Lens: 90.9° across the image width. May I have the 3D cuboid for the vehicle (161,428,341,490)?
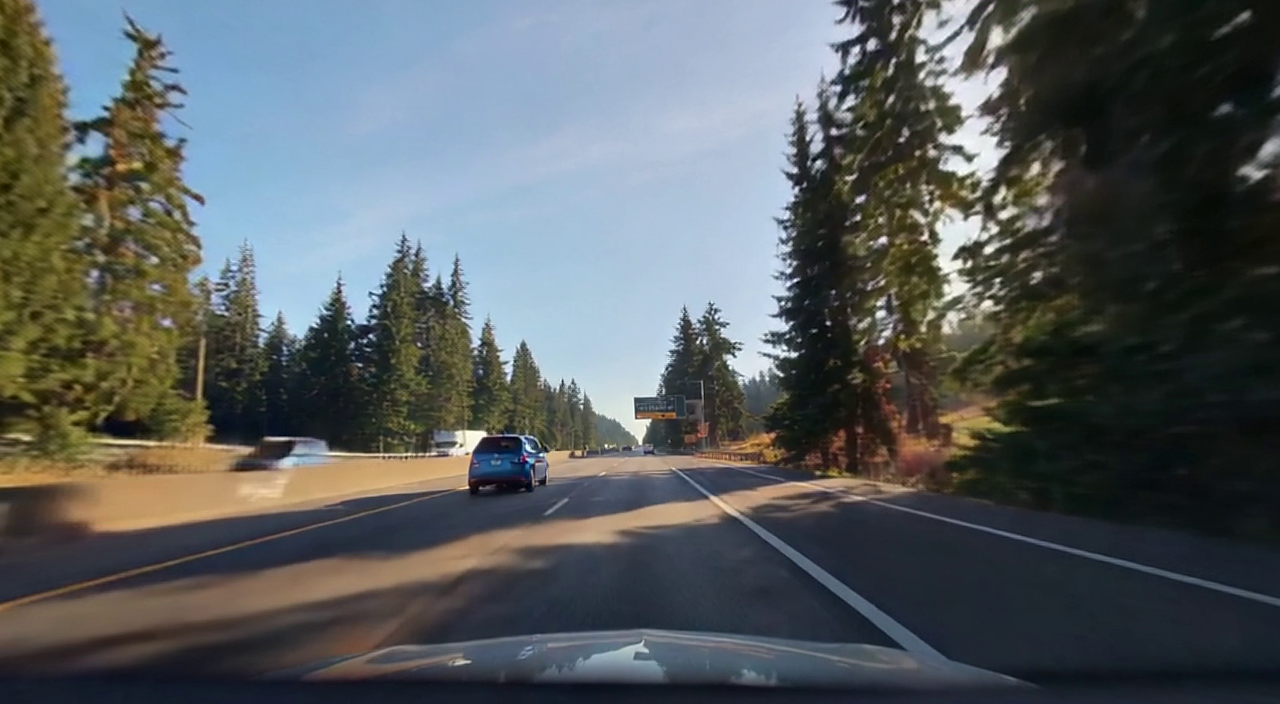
[{"bbox_3d":[-13.586,3.794,22.770,2.516,1.910,6.199,-1,-8,1],"label":"vehicle"}]

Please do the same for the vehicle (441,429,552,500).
[{"bbox_3d":[-3.949,3.172,18.212,2.084,1.752,4.479,-1,-8,1],"label":"vehicle"}]
